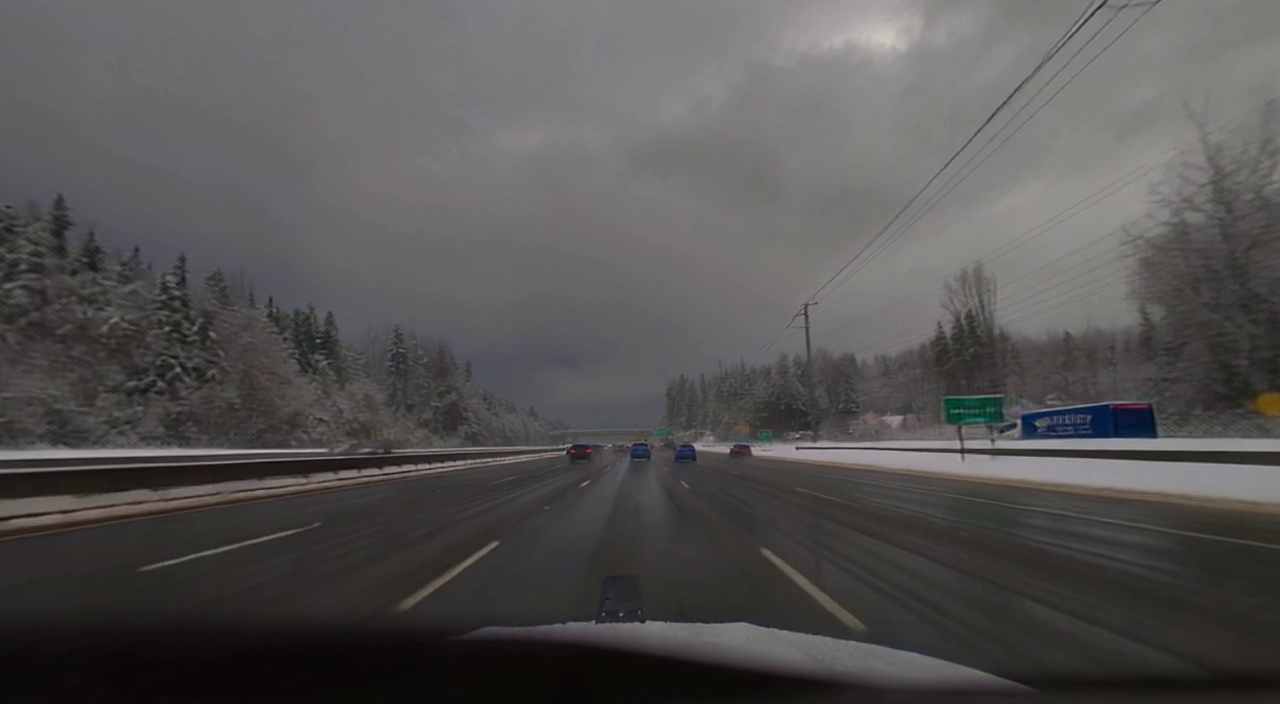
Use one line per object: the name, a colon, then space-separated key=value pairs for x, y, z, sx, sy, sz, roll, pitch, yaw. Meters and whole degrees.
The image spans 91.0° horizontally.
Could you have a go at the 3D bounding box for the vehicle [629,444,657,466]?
vehicle: x=0.205 y=7.965 z=48.861 sx=2.066 sy=1.562 sz=4.198 roll=0 pitch=-9 yaw=0

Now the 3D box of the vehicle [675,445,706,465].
vehicle: x=3.865 y=7.977 z=48.809 sx=2.076 sy=1.506 sz=4.050 roll=0 pitch=-9 yaw=1
